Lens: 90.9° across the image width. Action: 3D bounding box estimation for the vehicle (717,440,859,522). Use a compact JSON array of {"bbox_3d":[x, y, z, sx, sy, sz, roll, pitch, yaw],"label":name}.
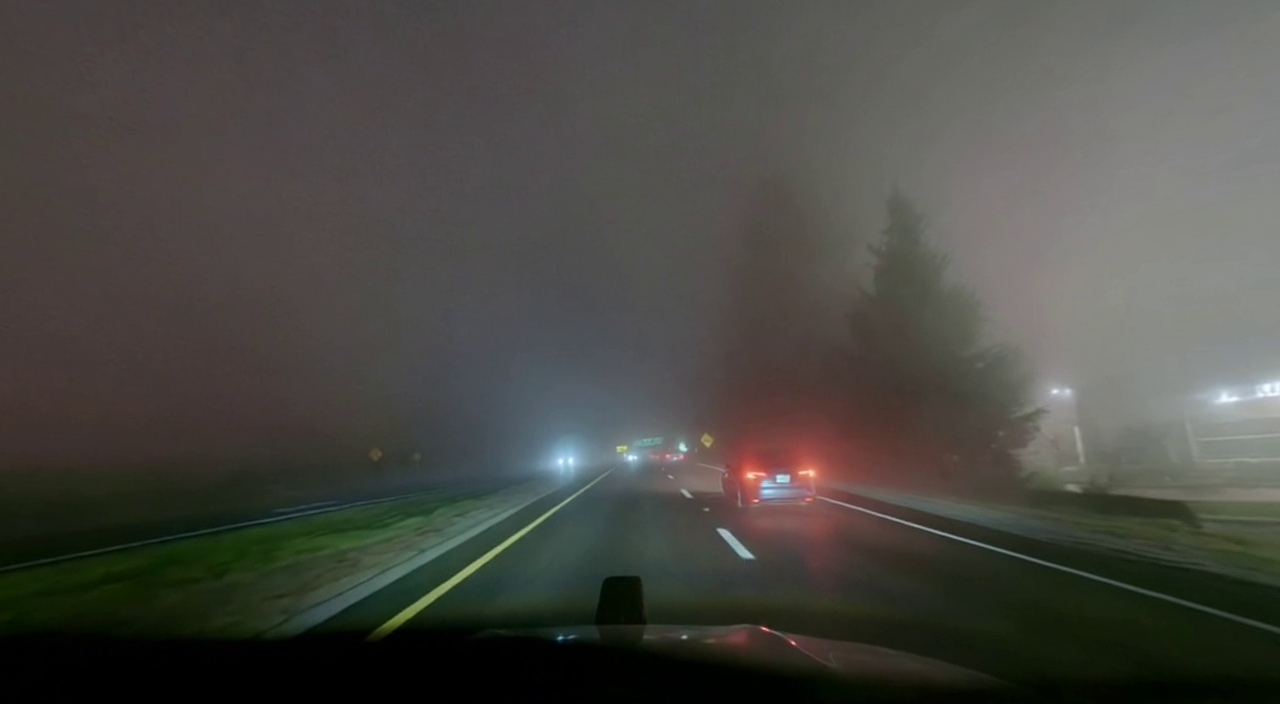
[{"bbox_3d":[3.083,2.765,14.210,2.042,1.518,4.477,0,-8,-1],"label":"vehicle"}]
